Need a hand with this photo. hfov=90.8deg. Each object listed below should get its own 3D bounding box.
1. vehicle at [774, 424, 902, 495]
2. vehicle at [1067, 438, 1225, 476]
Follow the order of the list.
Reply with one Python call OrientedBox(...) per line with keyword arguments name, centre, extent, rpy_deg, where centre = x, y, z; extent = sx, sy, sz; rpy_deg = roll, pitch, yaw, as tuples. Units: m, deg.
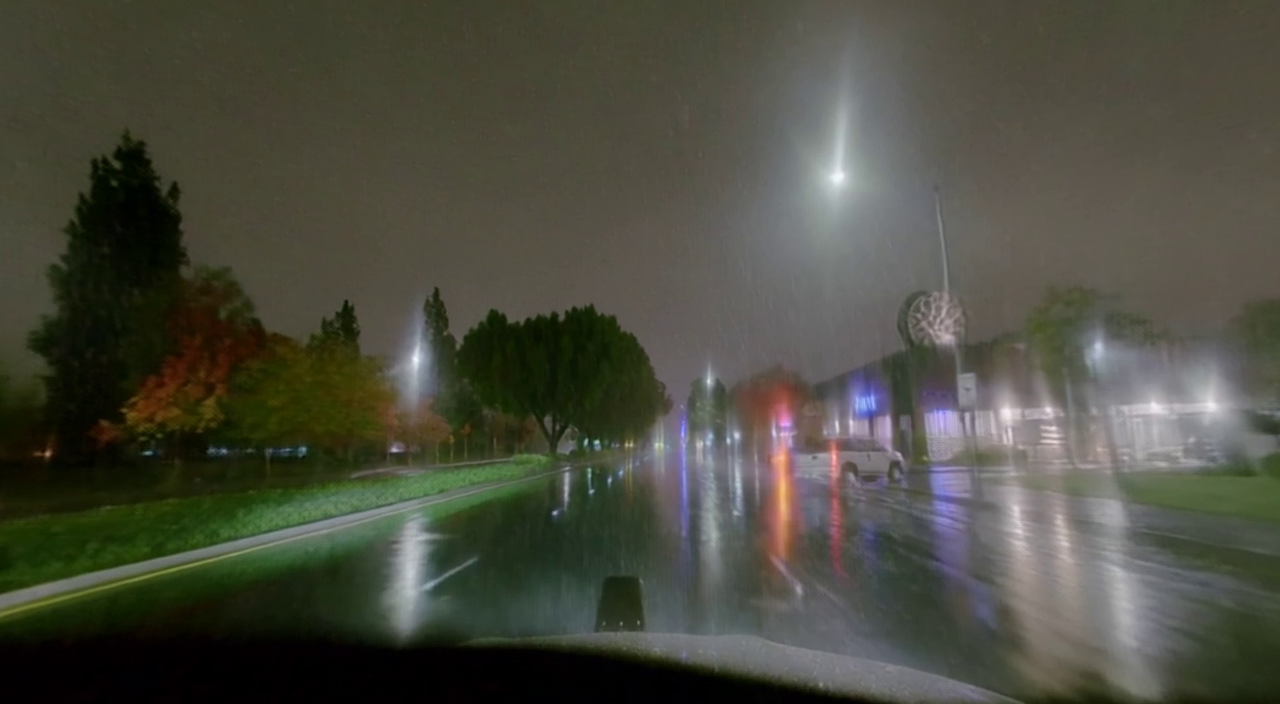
OrientedBox(name="vehicle", centre=(6.643, 3.470, 20.788), extent=(2.477, 1.991, 5.157), rpy_deg=(-6, -10, 35))
OrientedBox(name="vehicle", centre=(20.914, 4.357, 26.305), extent=(4.698, 1.465, 1.914), rpy_deg=(-1, -8, 6))
